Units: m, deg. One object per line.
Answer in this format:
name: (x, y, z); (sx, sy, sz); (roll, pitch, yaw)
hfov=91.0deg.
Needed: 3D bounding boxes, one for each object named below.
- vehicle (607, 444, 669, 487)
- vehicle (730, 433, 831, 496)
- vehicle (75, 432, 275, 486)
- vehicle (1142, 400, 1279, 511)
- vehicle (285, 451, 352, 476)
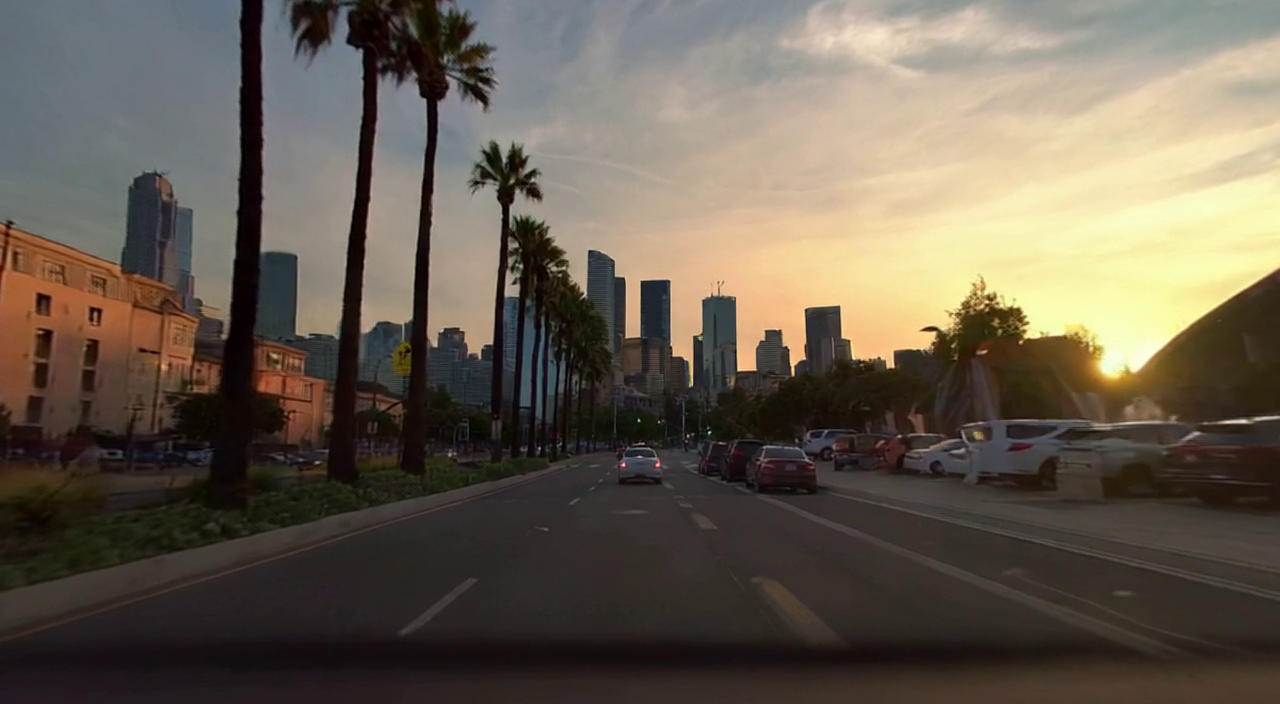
vehicle: (-0.075, 4.388, 24.576); (2.235, 1.528, 3.876); (0, -9, 0)
vehicle: (4.370, 3.590, 20.421); (2.136, 1.774, 4.778); (0, -9, 0)
vehicle: (-30.659, 7.168, 42.904); (3.081, 3.048, 13.223); (0, -9, 3)
vehicle: (12.759, 1.958, 12.017); (4.373, 1.859, 2.362); (1, -9, -4)
vehicle: (-23.320, 8.101, 45.892); (2.075, 1.645, 5.270); (0, -9, 1)
